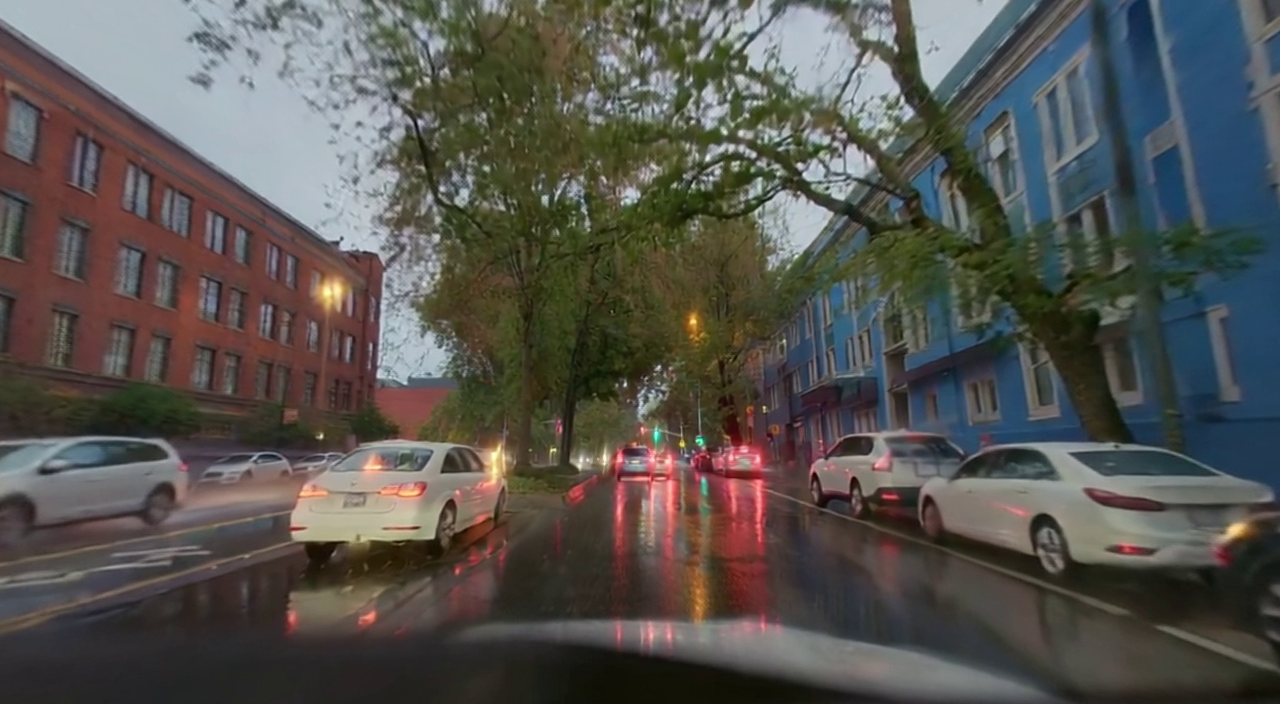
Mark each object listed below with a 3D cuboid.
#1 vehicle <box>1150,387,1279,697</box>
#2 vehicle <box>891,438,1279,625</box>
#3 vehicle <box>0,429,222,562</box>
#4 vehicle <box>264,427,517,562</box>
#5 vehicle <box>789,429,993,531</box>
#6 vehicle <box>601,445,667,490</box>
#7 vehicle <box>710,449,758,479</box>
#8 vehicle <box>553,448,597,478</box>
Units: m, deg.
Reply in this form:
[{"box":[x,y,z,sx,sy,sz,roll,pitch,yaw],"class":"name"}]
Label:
[{"box":[4.751,0.828,1.911,2.001,1.742,4.996,1,-9,-3],"class":"vehicle"},{"box":[4.834,1.816,7.459,1.910,1.499,4.495,0,-9,0],"class":"vehicle"},{"box":[-9.585,2.188,10.287,2.186,1.745,4.693,0,-9,1],"class":"vehicle"},{"box":[-3.392,2.026,9.756,1.934,1.548,4.635,0,-9,1],"class":"vehicle"},{"box":[4.907,2.571,13.303,2.123,1.736,4.795,1,-9,-3],"class":"vehicle"},{"box":[-0.239,4.264,23.608,2.230,1.518,4.113,1,-9,-1],"class":"vehicle"},{"box":[4.976,5.939,33.707,1.832,1.491,4.054,1,-9,-2],"class":"vehicle"},{"box":[-3.678,6.341,36.195,1.972,1.560,4.066,0,-9,2],"class":"vehicle"}]
